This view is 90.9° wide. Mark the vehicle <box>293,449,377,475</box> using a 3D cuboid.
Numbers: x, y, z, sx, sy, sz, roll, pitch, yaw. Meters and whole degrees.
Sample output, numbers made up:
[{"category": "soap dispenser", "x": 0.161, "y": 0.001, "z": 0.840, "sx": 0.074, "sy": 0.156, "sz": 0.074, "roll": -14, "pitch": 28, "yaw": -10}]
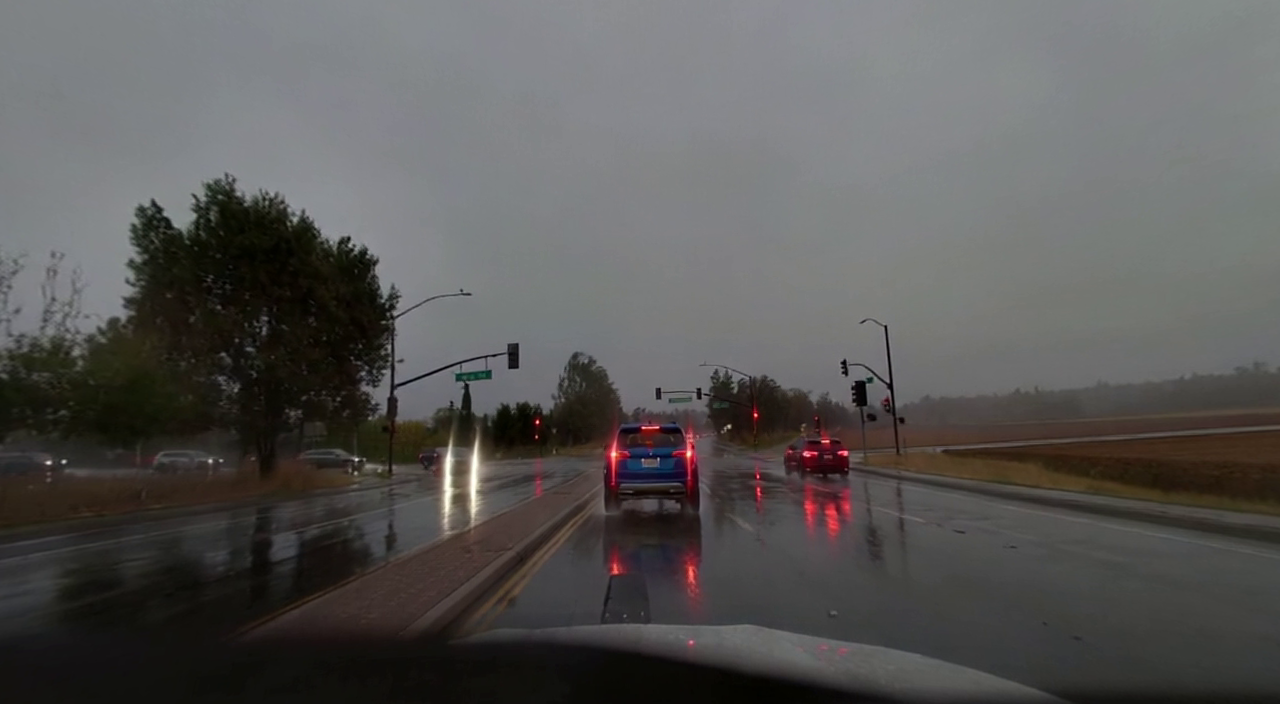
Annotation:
[{"category": "vehicle", "x": -20.044, "y": 7.196, "z": 41.527, "sx": 4.510, "sy": 1.606, "sz": 2.192, "roll": -2, "pitch": -9, "yaw": 12}]

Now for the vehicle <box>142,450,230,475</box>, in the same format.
[{"category": "vehicle", "x": -31.458, "y": 7.654, "z": 43.760, "sx": 4.608, "sy": 1.680, "sz": 2.026, "roll": -1, "pitch": -8, "yaw": 3}]

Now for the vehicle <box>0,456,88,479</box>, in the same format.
[{"category": "vehicle", "x": -40.953, "y": 7.874, "z": 42.979, "sx": 4.559, "sy": 1.458, "sz": 2.265, "roll": -1, "pitch": -8, "yaw": 3}]

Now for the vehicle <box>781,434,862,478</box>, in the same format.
[{"category": "vehicle", "x": 7.279, "y": 4.208, "z": 25.835, "sx": 2.012, "sy": 1.636, "sz": 4.352, "roll": 0, "pitch": -8, "yaw": 0}]

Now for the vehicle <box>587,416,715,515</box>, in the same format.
[{"category": "vehicle", "x": 0.203, "y": 2.357, "z": 13.514, "sx": 2.298, "sy": 1.770, "sz": 4.138, "roll": 0, "pitch": -8, "yaw": 0}]

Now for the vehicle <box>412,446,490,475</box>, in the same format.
[{"category": "vehicle", "x": -10.906, "y": 6.168, "z": 36.166, "sx": 2.425, "sy": 1.480, "sz": 4.707, "roll": 7, "pitch": -11, "yaw": -41}]
